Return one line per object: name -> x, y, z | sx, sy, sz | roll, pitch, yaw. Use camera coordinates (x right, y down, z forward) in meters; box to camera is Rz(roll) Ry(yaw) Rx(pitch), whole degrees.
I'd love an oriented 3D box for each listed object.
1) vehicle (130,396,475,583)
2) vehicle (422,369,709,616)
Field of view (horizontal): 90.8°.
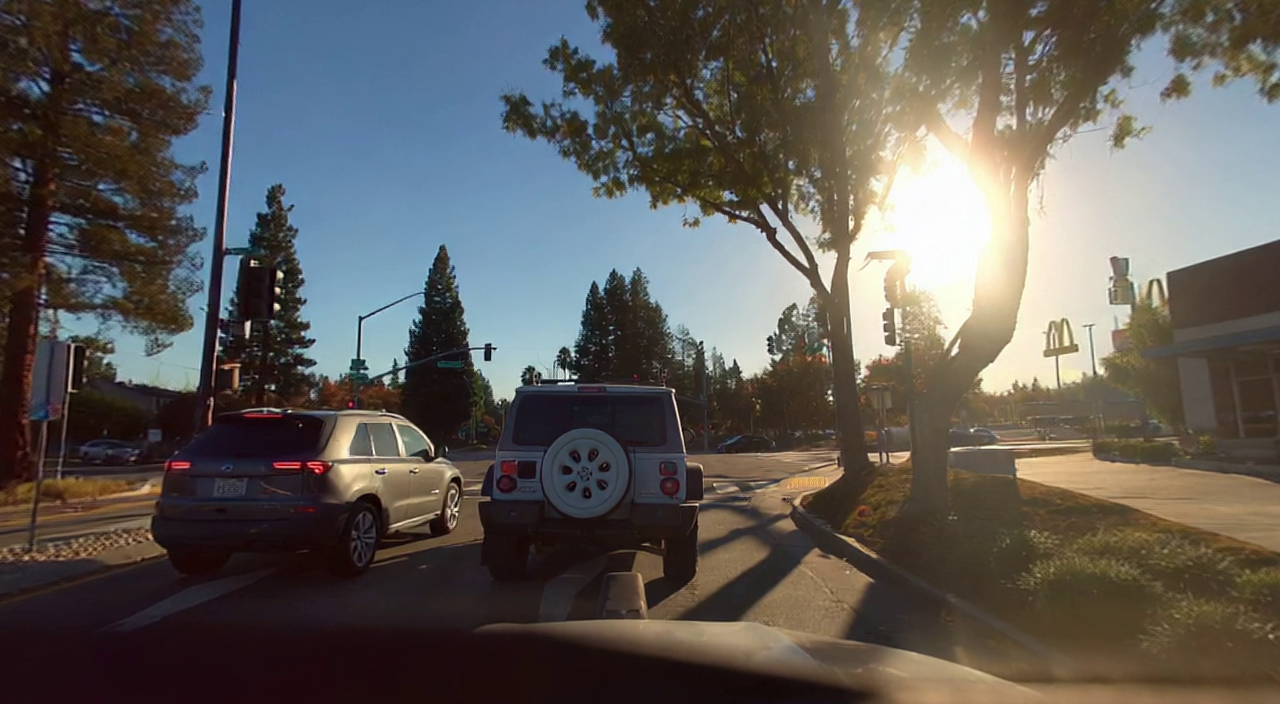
vehicle -> -3.909, 1.680, 8.511 | 2.130, 1.819, 4.497 | 0, -8, 0
vehicle -> -0.617, 1.437, 7.348 | 2.224, 1.923, 4.643 | 0, -8, -1
